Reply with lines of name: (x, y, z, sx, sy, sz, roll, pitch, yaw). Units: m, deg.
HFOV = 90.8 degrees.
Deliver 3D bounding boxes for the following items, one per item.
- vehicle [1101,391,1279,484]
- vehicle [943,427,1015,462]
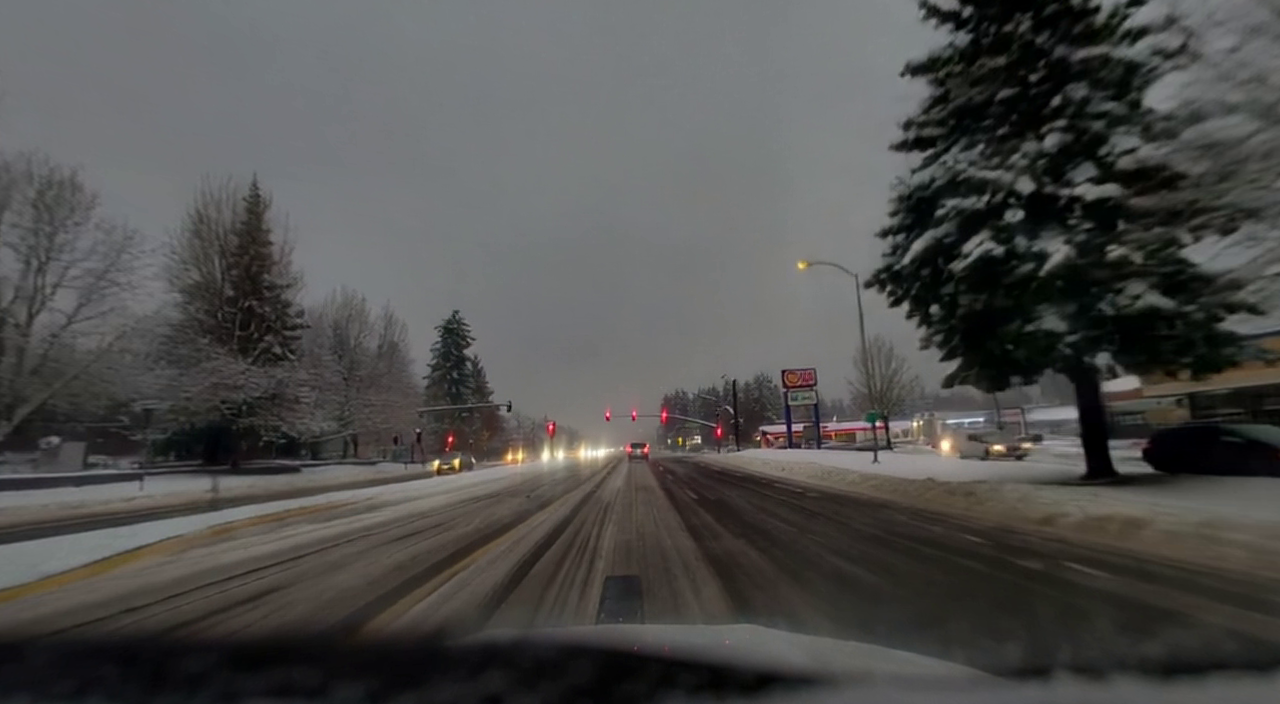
vehicle: (13.805, 1.992, 14.514, 2.249, 1.793, 5.763, 0, -8, 2)
vehicle: (16.886, 4.648, 31.695, 1.944, 1.646, 4.594, -2, -9, 13)
